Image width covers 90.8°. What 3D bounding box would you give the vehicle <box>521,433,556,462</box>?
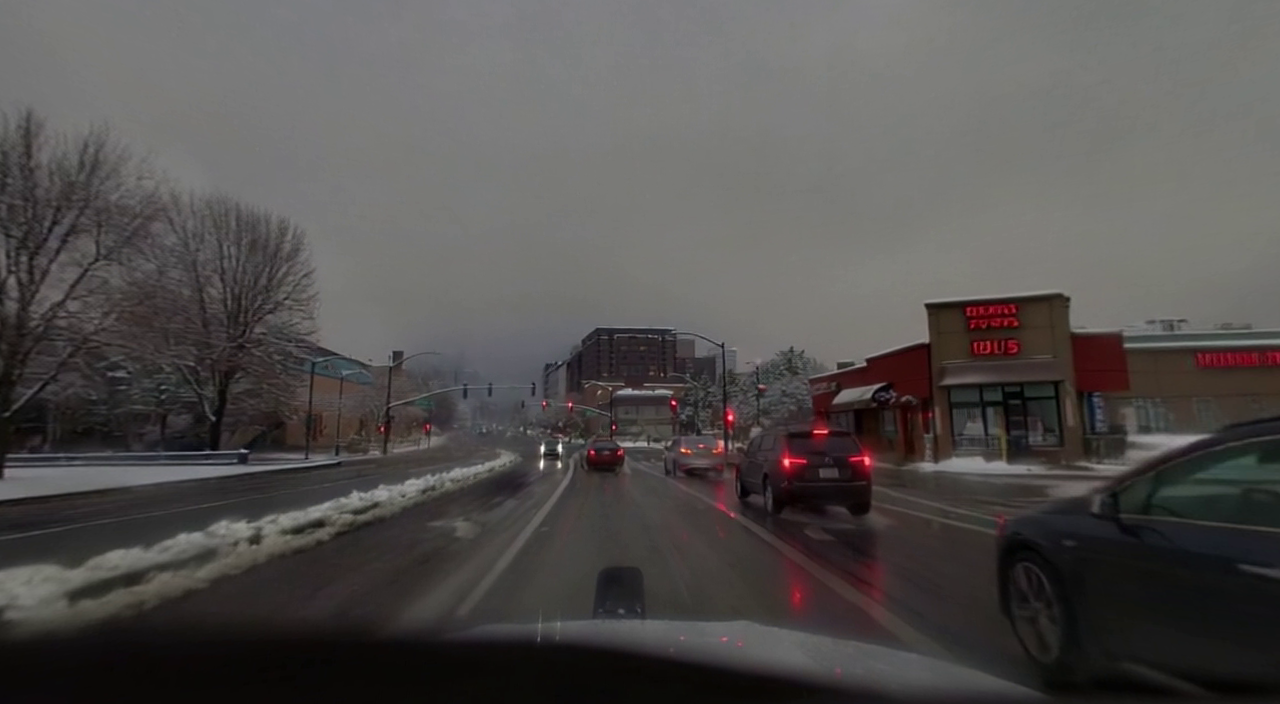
[{"bbox_3d":[-7.725,7.204,48.170,2.462,2.079,5.117,1,-8,-10],"label":"vehicle"}]

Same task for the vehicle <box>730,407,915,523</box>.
[{"bbox_3d":[3.124,2.074,11.973,2.046,1.768,4.370,0,-9,-2],"label":"vehicle"}]

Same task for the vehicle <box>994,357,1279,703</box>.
[{"bbox_3d":[3.254,0.780,1.922,1.966,1.596,3.980,0,-8,-1],"label":"vehicle"}]

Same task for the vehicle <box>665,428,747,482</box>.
[{"bbox_3d":[2.282,3.732,23.270,2.216,1.750,4.520,0,-8,-4],"label":"vehicle"}]

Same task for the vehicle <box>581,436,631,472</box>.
[{"bbox_3d":[-1.641,4.660,29.017,2.068,1.512,3.987,1,-9,-6],"label":"vehicle"}]
